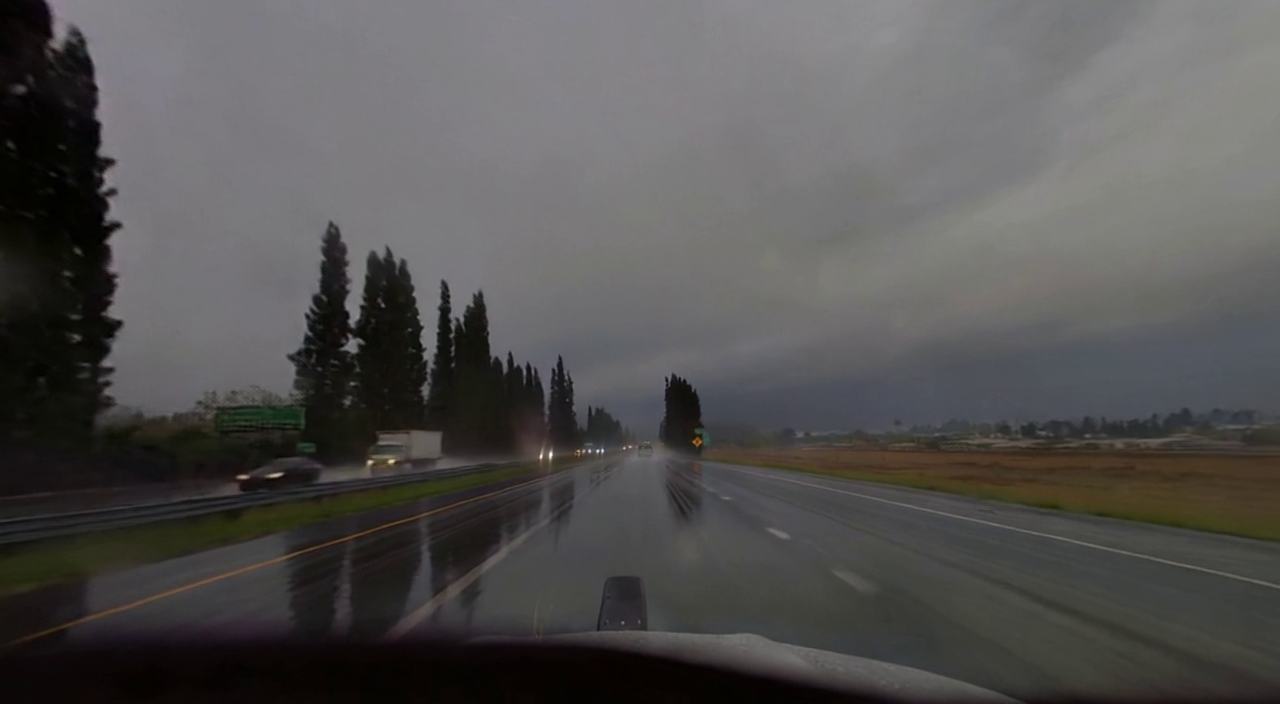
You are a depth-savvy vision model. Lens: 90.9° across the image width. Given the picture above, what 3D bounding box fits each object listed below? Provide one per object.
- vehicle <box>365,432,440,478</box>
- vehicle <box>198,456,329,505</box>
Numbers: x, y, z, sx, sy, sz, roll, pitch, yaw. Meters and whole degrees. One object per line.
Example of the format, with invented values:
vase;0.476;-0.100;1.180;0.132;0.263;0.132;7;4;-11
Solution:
vehicle;-16.883;7.353;45.433;2.536;3.058;7.355;0;-8;0
vehicle;-12.977;4.414;22.115;1.820;1.458;4.466;0;-9;1
